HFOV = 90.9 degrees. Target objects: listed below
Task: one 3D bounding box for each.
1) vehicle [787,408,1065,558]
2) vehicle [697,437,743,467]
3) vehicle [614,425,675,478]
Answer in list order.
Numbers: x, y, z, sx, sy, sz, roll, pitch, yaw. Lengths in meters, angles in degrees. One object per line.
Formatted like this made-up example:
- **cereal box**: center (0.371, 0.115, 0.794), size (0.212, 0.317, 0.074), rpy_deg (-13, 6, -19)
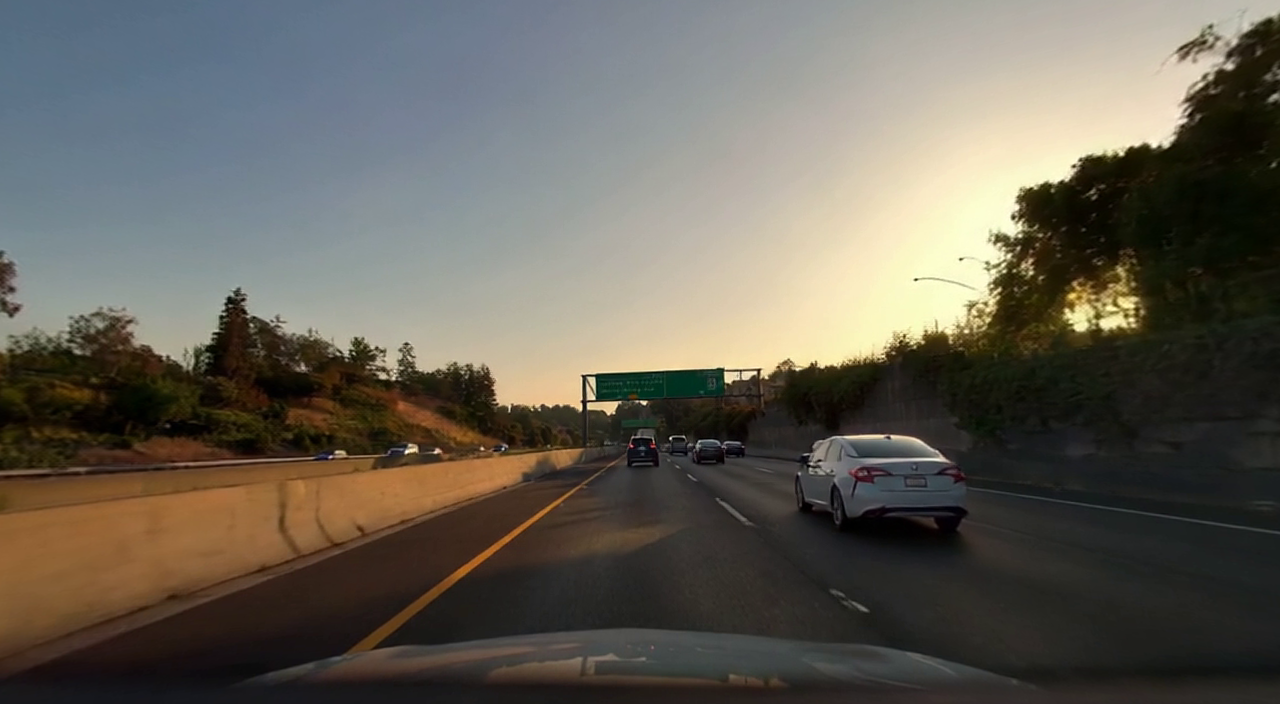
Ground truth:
- **vehicle**: center (3.745, 1.788, 9.359), size (2.003, 1.661, 4.418), rpy_deg (0, -8, 0)
- **vehicle**: center (4.220, 5.349, 33.784), size (1.825, 1.487, 4.034), rpy_deg (0, -8, -1)
- **vehicle**: center (0.159, 3.877, 24.761), size (2.189, 1.852, 4.038), rpy_deg (0, -8, 0)
